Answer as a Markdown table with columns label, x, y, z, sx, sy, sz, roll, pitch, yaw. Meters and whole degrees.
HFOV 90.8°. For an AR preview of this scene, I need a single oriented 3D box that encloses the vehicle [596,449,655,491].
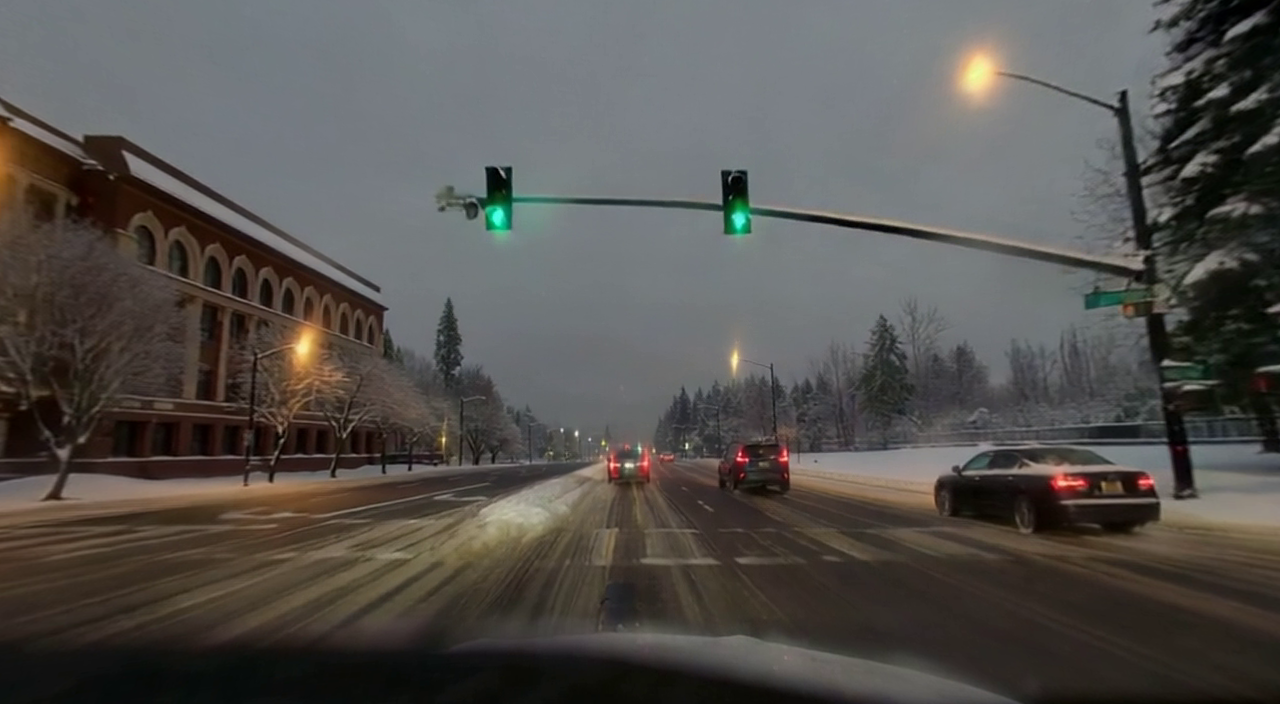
| label | x | y | z | sx | sy | sz | roll | pitch | yaw |
| --- | --- | --- | --- | --- | --- | --- | --- | --- | --- |
| vehicle | -0.525 | 4.431 | 24.079 | 2.054 | 1.446 | 3.969 | 0 | -9 | -1 |

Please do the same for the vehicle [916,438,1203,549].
| label | x | y | z | sx | sy | sz | roll | pitch | yaw |
| --- | --- | --- | --- | --- | --- | --- | --- | --- | --- |
| vehicle | 6.654 | 2.250 | 10.766 | 1.868 | 1.472 | 4.274 | 0 | -9 | -1 |

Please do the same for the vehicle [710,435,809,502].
| label | x | y | z | sx | sy | sz | roll | pitch | yaw |
| --- | --- | --- | --- | --- | --- | --- | --- | --- | --- |
| vehicle | 3.414 | 3.428 | 18.979 | 2.036 | 1.757 | 4.300 | 0 | -9 | -1 |
